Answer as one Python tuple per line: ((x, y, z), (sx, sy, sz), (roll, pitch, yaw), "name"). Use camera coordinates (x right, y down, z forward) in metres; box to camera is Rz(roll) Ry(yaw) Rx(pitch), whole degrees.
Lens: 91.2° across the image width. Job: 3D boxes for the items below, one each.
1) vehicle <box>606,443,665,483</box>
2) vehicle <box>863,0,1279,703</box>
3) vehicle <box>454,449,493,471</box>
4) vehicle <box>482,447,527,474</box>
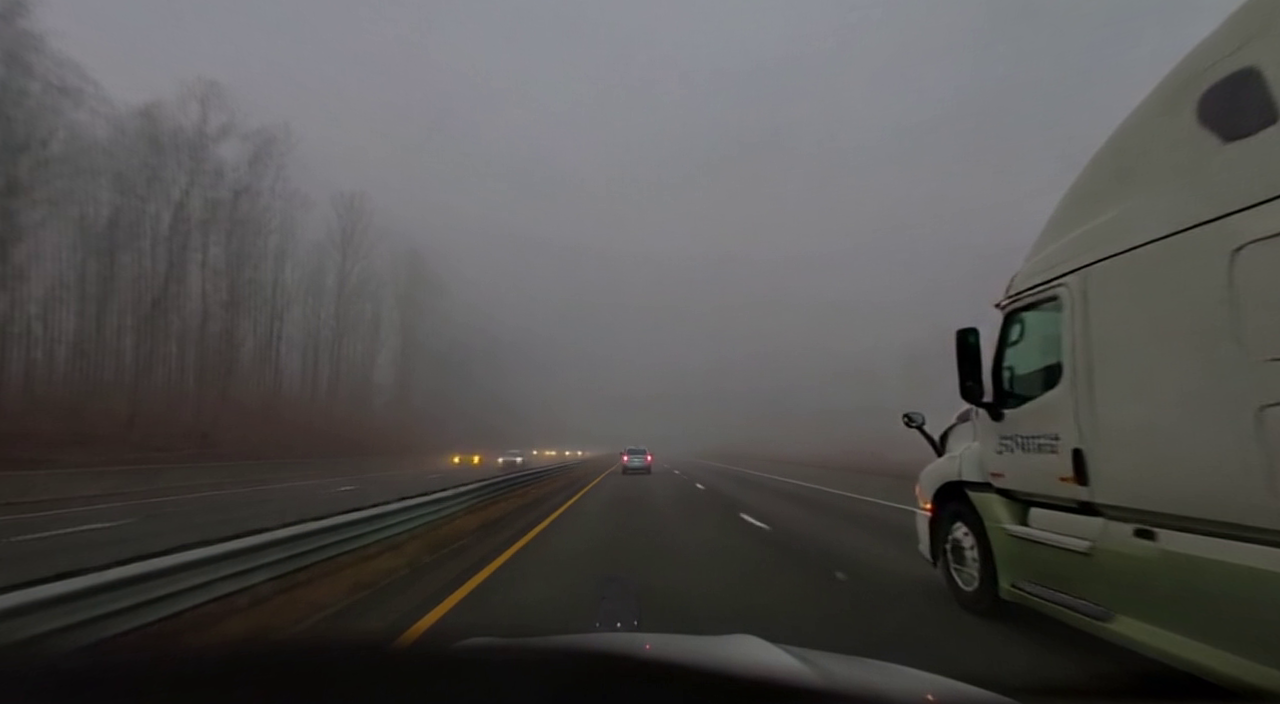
((-0.212, 4.554, 25.987), (2.244, 1.506, 4.097), (0, -9, -1), "vehicle")
((4.372, 0.049, 4.197), (3.351, 3.699, 5.995), (0, -9, -1), "vehicle")
((-12.973, 8.425, 49.154), (1.906, 1.607, 4.230), (0, -9, -1), "vehicle")
((-8.799, 7.050, 41.023), (1.957, 1.603, 4.476), (0, -9, 0), "vehicle")
